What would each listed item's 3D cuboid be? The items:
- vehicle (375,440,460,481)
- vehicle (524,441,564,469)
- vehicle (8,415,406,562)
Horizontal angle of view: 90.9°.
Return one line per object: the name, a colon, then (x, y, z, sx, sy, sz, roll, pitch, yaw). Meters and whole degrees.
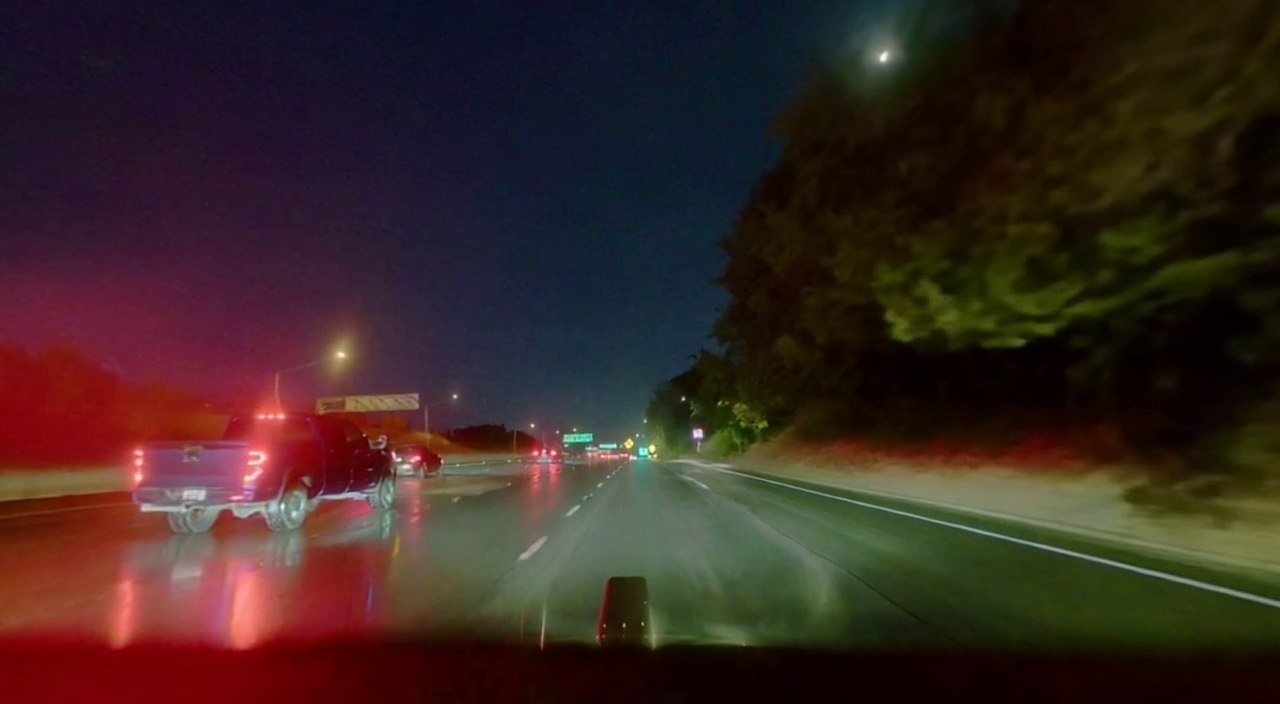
vehicle: (-9.796, 4.800, 28.197, 2.060, 1.662, 4.469, 0, -8, 1)
vehicle: (-6.266, 6.758, 41.555, 2.009, 1.735, 4.358, 0, -8, -1)
vehicle: (-6.430, 2.112, 10.847, 2.403, 1.773, 6.276, 0, -8, 0)
